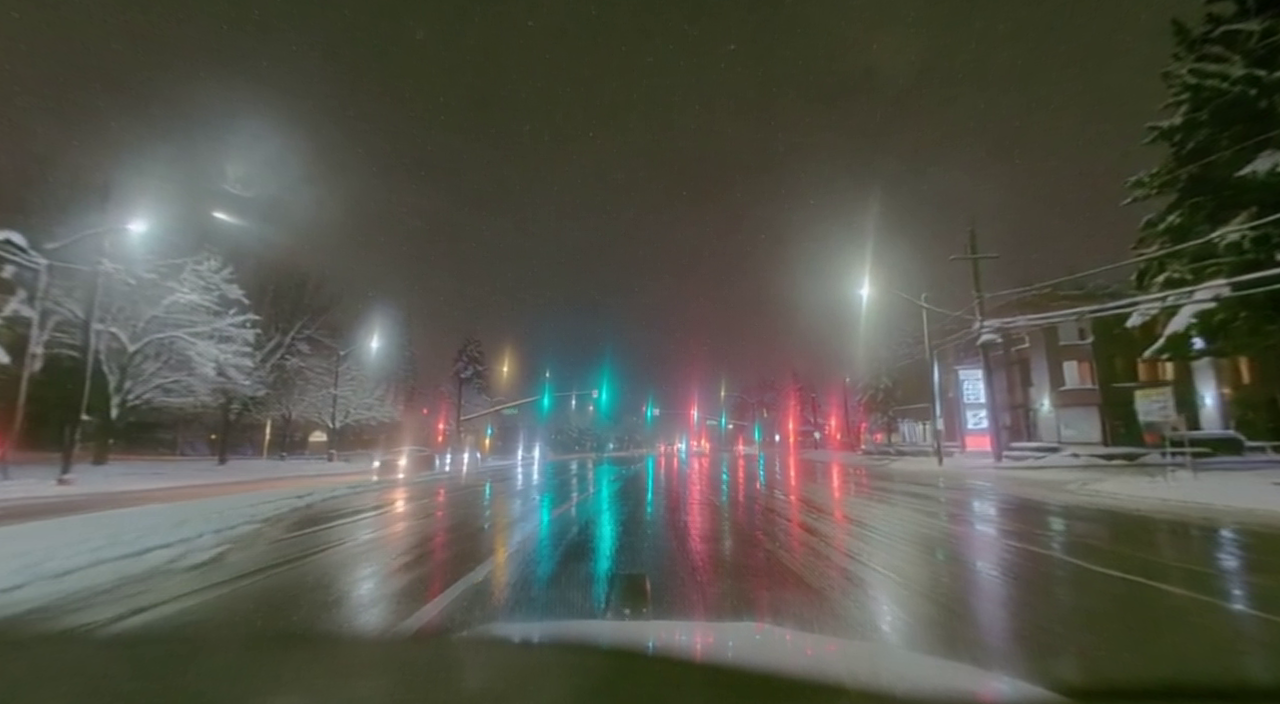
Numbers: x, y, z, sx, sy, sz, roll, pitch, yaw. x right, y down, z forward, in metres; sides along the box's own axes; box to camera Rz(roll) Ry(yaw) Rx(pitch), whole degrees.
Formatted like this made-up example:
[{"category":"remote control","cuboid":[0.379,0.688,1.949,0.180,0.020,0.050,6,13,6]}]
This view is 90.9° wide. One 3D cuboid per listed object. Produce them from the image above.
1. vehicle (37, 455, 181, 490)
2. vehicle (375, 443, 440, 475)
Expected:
[{"category":"vehicle","cuboid":[-23.674,5.376,28.254,4.606,1.458,1.837,1,-8,-5]},{"category":"vehicle","cuboid":[-13.366,6.165,36.539,1.940,1.690,4.447,0,-8,2]}]
